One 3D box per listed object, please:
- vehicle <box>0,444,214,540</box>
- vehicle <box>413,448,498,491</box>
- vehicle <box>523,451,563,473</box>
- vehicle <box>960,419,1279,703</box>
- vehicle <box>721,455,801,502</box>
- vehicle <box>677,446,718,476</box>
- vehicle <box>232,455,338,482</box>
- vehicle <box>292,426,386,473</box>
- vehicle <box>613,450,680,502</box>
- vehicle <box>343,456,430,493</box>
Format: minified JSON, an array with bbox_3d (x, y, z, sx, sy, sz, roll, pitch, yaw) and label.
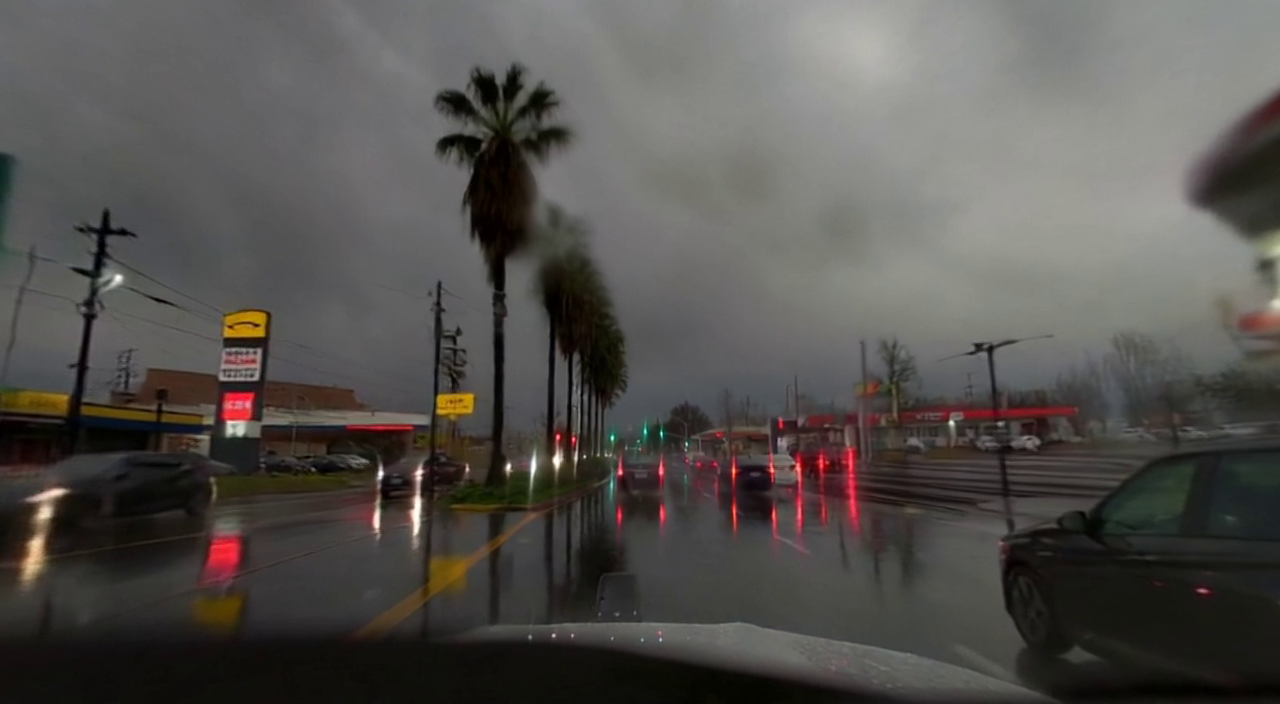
[{"bbox_3d":[-12.069,2.955,13.923,2.006,1.737,4.537,-1,-9,3],"label":"vehicle"},{"bbox_3d":[-8.018,5.147,27.969,1.980,1.719,4.963,-1,-9,4],"label":"vehicle"},{"bbox_3d":[-6.935,7.911,45.535,2.052,1.483,4.751,-1,-9,1],"label":"vehicle"},{"bbox_3d":[3.576,1.080,2.929,1.987,1.474,4.198,0,-9,0],"label":"vehicle"},{"bbox_3d":[4.074,4.309,21.940,1.889,1.448,4.262,0,-9,0],"label":"vehicle"},{"bbox_3d":[3.783,7.293,42.343,2.299,1.803,5.434,0,-9,1],"label":"vehicle"},{"bbox_3d":[-20.412,6.715,36.474,4.858,1.489,2.147,-1,-10,5],"label":"vehicle"},{"bbox_3d":[-23.173,7.653,49.284,2.791,3.271,7.924,-1,-10,5],"label":"vehicle"},{"bbox_3d":[0.172,4.077,21.140,2.021,1.550,4.090,0,-9,-1],"label":"vehicle"},{"bbox_3d":[-11.182,5.410,28.243,1.908,1.506,4.397,-1,-9,2],"label":"vehicle"}]
